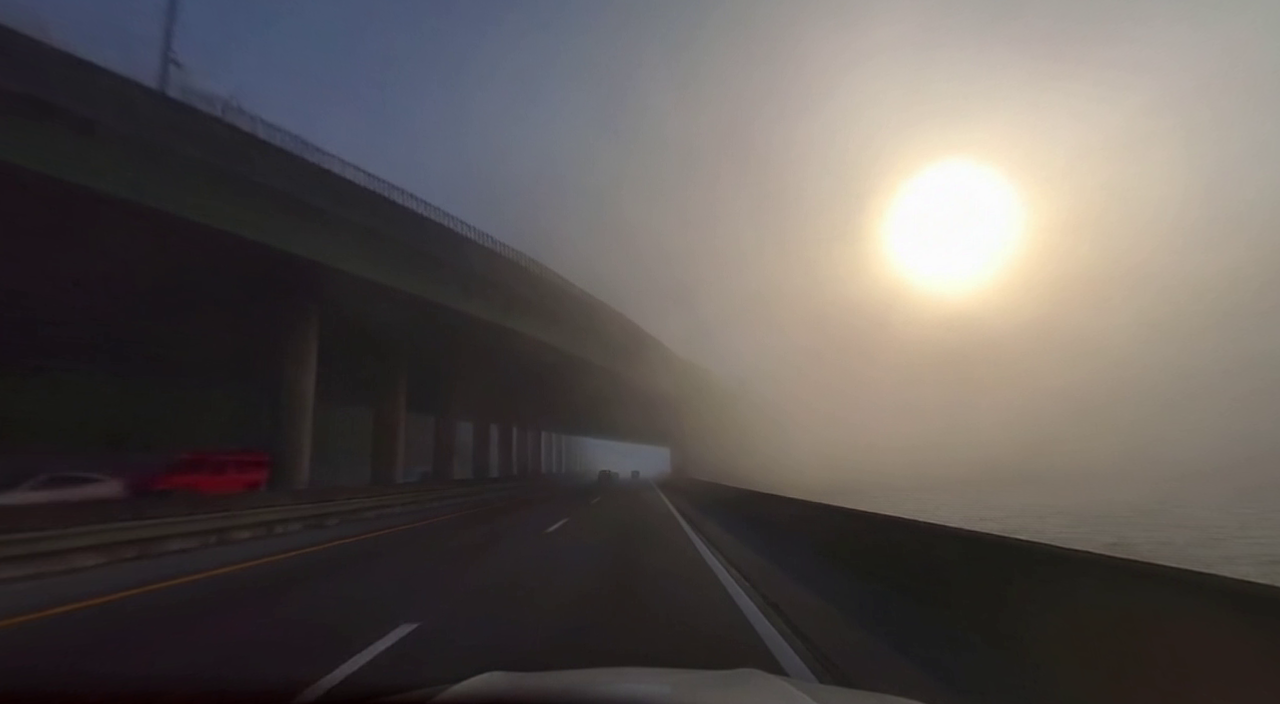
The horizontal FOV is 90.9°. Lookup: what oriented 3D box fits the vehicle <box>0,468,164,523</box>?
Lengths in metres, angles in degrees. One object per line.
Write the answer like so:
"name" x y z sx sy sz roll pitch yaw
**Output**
"vehicle" -17.142 4.283 19.206 1.877 1.446 4.240 1 -11 0
